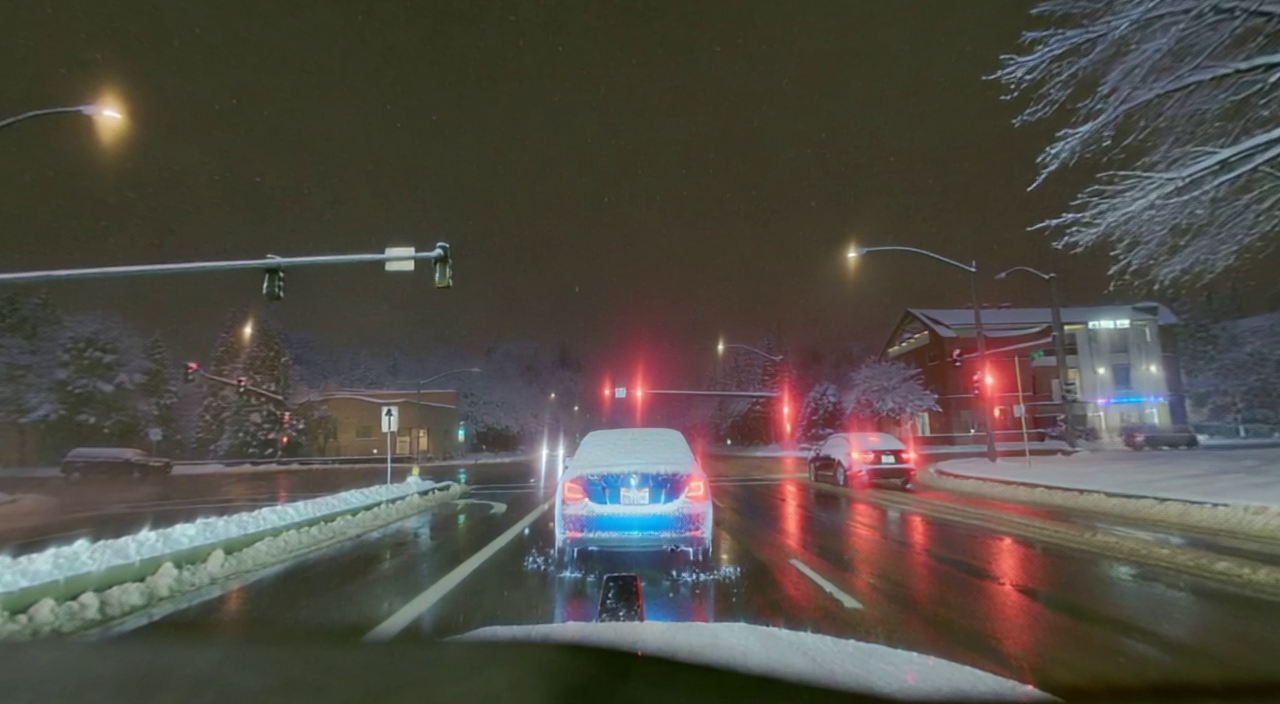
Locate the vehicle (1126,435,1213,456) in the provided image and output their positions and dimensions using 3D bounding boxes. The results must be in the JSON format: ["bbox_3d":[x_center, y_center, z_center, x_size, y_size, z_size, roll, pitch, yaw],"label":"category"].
[{"bbox_3d":[37.513,6.635,44.832,4.563,1.454,2.056,1,-9,-7],"label":"vehicle"}]

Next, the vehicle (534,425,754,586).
[{"bbox_3d":[-0.021,1.763,8.140,2.070,1.488,4.206,0,-8,-2],"label":"vehicle"}]

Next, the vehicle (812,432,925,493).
[{"bbox_3d":[7.053,3.440,20.065,2.039,1.692,4.319,0,-8,1],"label":"vehicle"}]

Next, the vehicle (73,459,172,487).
[{"bbox_3d":[-32.392,7.553,39.633,4.401,1.625,1.863,0,-8,-4],"label":"vehicle"}]
